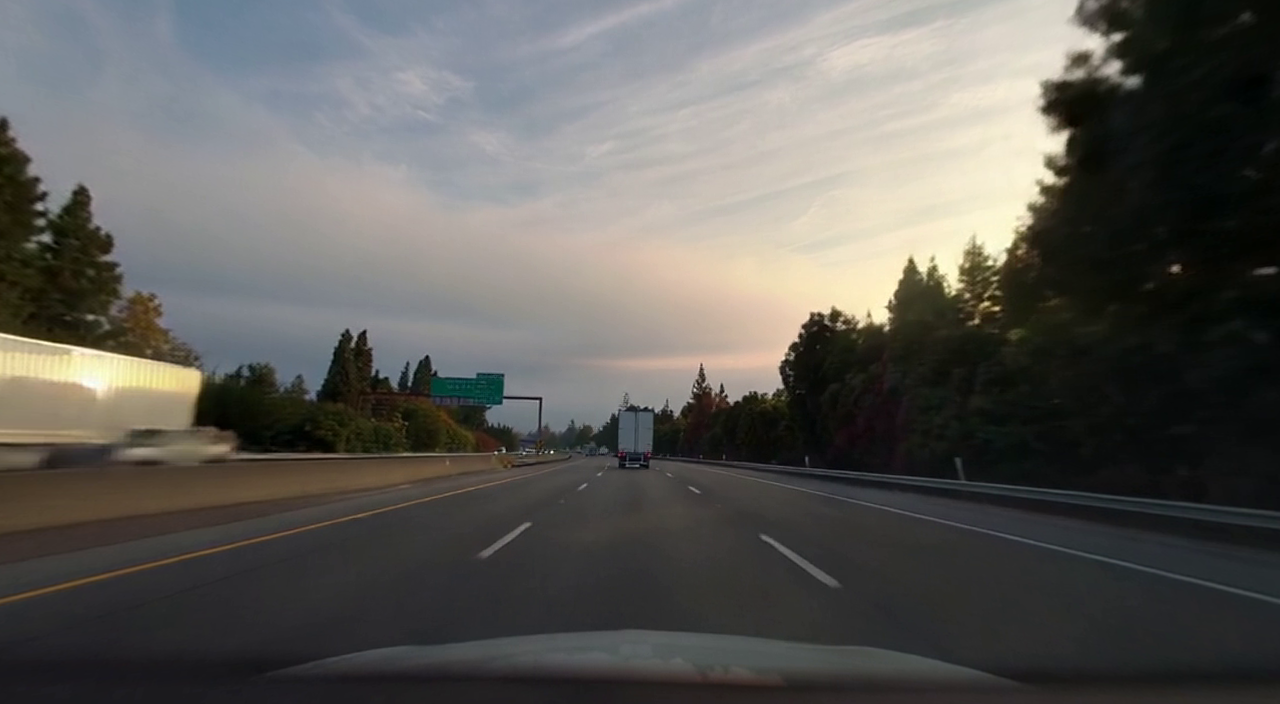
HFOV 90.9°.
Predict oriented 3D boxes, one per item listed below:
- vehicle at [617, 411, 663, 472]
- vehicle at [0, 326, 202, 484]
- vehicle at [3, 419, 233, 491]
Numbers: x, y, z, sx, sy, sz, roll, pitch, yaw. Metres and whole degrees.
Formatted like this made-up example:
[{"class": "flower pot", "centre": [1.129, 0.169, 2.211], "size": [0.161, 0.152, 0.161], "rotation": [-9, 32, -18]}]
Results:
[{"class": "vehicle", "centre": [-0.184, 6.703, 46.547], "size": [2.962, 3.953, 10.696], "rotation": [0, -9, -2]}, {"class": "vehicle", "centre": [-17.290, 1.296, 15.532], "size": [2.928, 3.855, 14.329], "rotation": [0, -9, -1]}, {"class": "vehicle", "centre": [-13.034, 2.631, 16.244], "size": [1.901, 1.560, 4.655], "rotation": [0, -9, 0]}]
